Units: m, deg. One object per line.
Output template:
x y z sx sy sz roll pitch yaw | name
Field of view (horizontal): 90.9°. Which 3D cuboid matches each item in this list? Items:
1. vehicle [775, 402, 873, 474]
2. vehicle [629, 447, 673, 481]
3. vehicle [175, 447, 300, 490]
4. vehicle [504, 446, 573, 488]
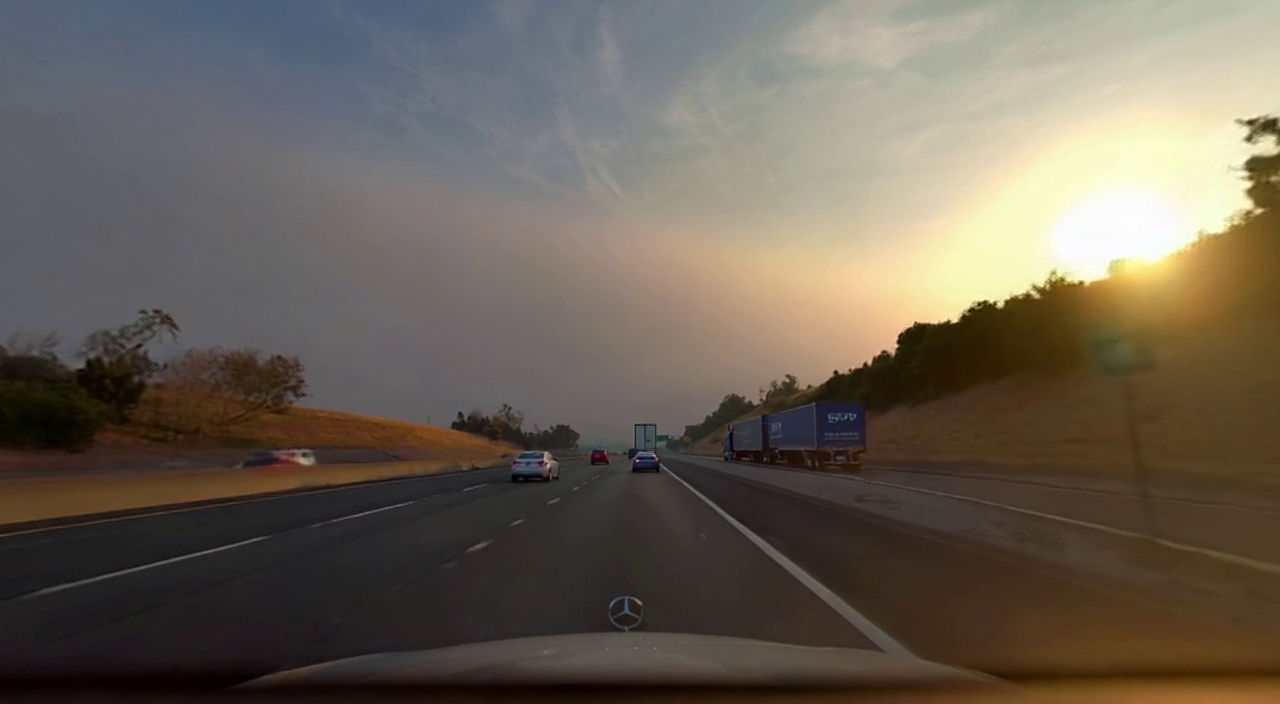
11.993 5.990 42.954 2.926 4.094 13.856 0 -9 2 | vehicle
0.486 5.313 30.108 1.991 1.507 3.391 0 -9 -1 | vehicle
-15.949 4.620 25.320 1.952 1.573 4.568 0 -9 0 | vehicle
-3.978 4.603 25.533 2.018 1.504 4.431 0 -9 1 | vehicle
